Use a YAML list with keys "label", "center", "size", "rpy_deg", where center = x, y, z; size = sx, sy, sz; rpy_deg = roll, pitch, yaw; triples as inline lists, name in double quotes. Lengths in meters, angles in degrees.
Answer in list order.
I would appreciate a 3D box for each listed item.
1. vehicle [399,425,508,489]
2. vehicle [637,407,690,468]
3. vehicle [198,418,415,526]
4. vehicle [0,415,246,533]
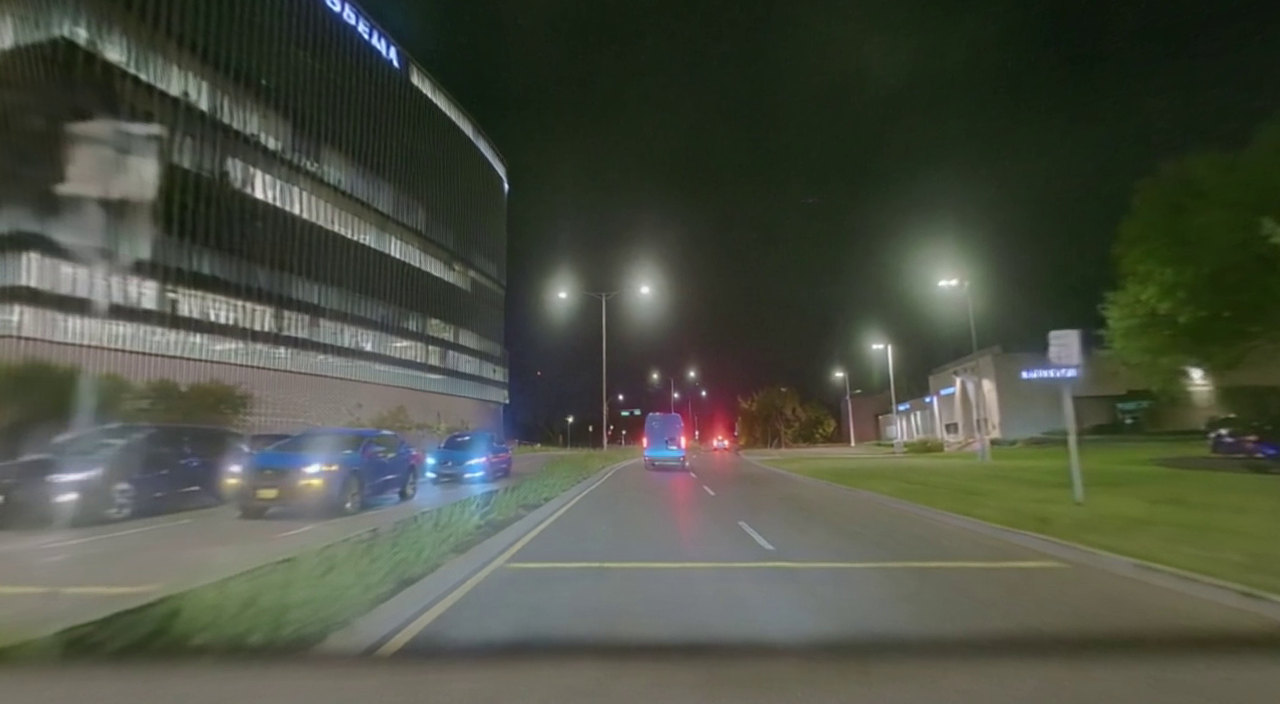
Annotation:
- label: "vehicle"
  center: [-5.458, 3.149, 19.065]
  size: [1.935, 1.633, 4.247]
  rpy_deg: [-2, -9, 1]
- label: "vehicle"
  center: [1.313, 4.330, 32.003]
  size: [2.435, 2.816, 5.232]
  rpy_deg: [-1, -8, 5]
- label: "vehicle"
  center: [-5.692, 2.091, 11.351]
  size: [1.893, 1.587, 3.595]
  rpy_deg: [-1, -9, 0]
- label: "vehicle"
  center: [-9.207, 2.024, 10.831]
  size: [1.891, 1.575, 4.559]
  rpy_deg: [-2, -9, 1]
